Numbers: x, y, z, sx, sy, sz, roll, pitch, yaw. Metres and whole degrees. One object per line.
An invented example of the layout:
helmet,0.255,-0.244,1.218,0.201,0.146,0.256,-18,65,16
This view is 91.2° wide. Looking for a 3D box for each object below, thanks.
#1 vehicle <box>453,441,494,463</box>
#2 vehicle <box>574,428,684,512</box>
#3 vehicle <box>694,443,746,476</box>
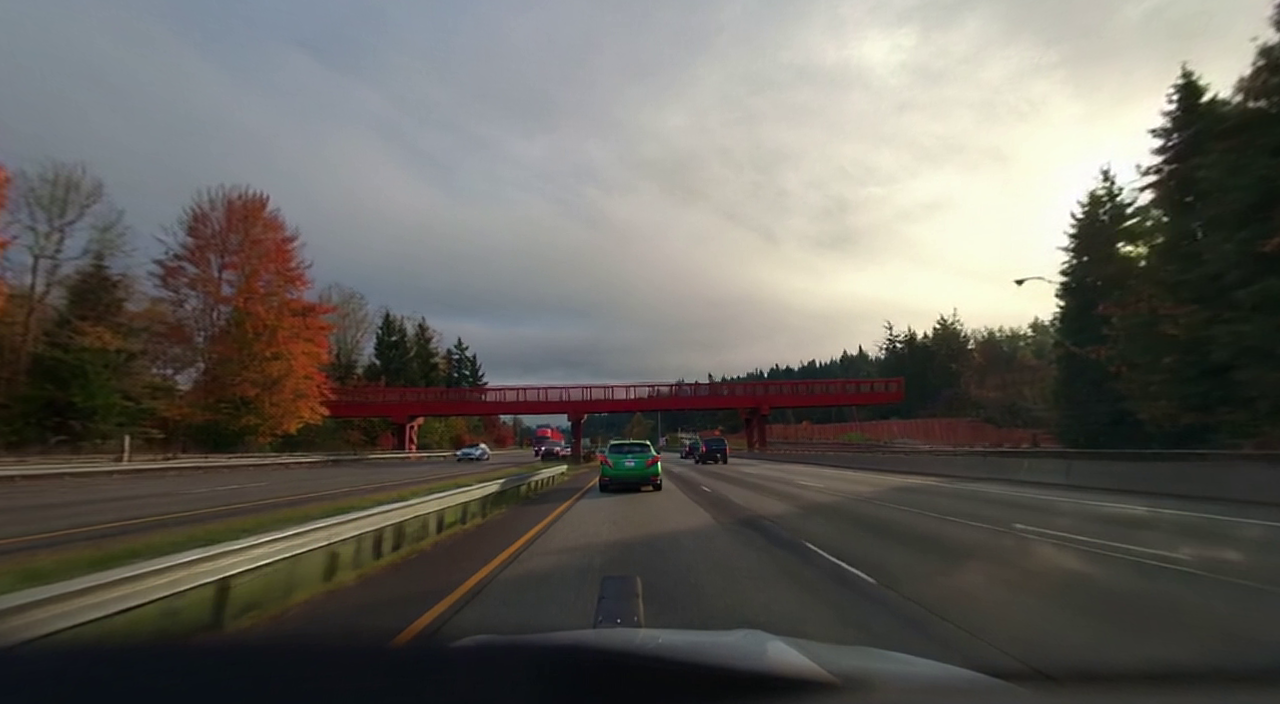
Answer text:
vehicle,-12.571,7.570,47.549,1.938,1.516,4.282,0,-9,0
vehicle,-0.254,2.751,15.062,2.259,1.699,4.015,0,-9,-1
vehicle,3.895,5.285,31.107,1.894,1.487,3.751,0,-9,-2
